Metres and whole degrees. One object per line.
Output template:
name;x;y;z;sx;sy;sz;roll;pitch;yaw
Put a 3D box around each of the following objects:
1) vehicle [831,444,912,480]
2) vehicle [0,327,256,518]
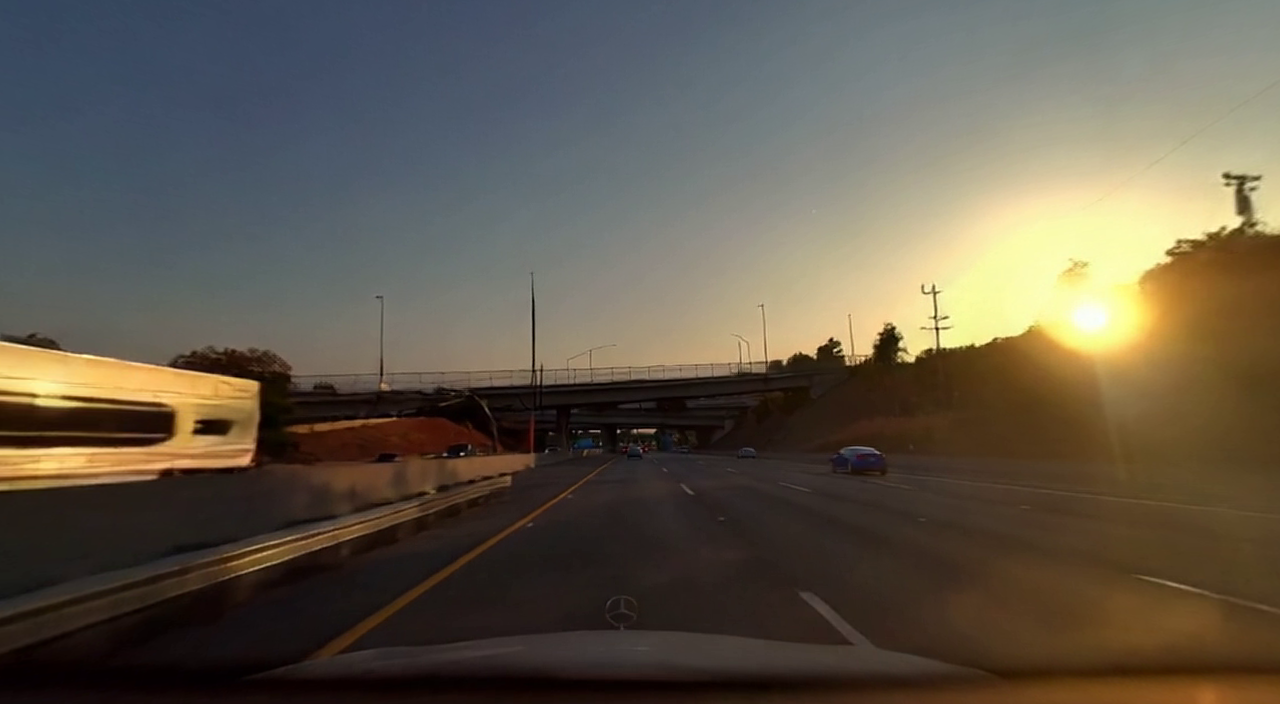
vehicle;10.608;5.064;29.392;2.024;1.481;4.747;0;-8;0
vehicle;-17.579;2.031;17.826;3.115;4.736;16.407;0;-8;0
